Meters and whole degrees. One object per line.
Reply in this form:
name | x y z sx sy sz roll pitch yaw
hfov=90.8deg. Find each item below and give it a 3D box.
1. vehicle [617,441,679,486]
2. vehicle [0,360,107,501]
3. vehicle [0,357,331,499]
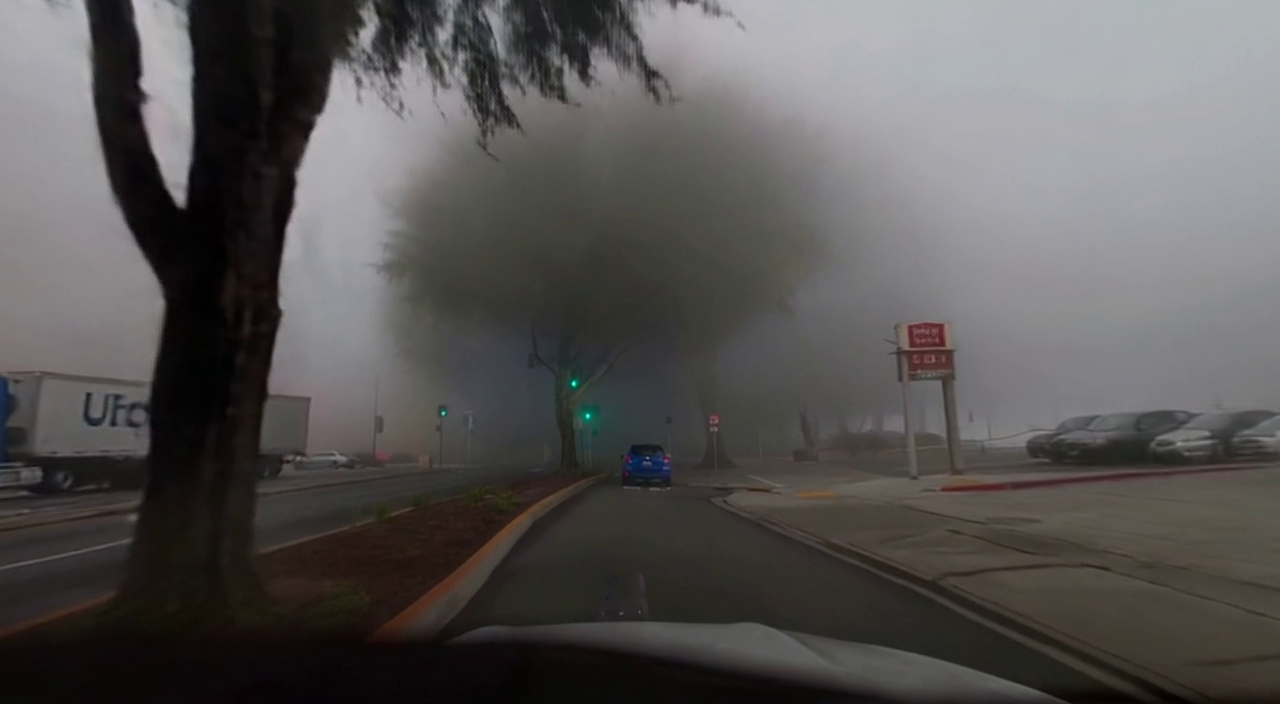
vehicle | 0.336 3.937 22.660 2.006 1.470 3.799 0 -8 2
vehicle | -19.784 2.220 17.890 3.045 3.961 6.104 -3 -9 19
vehicle | -17.596 3.024 23.808 2.792 4.025 11.784 -3 -9 20
